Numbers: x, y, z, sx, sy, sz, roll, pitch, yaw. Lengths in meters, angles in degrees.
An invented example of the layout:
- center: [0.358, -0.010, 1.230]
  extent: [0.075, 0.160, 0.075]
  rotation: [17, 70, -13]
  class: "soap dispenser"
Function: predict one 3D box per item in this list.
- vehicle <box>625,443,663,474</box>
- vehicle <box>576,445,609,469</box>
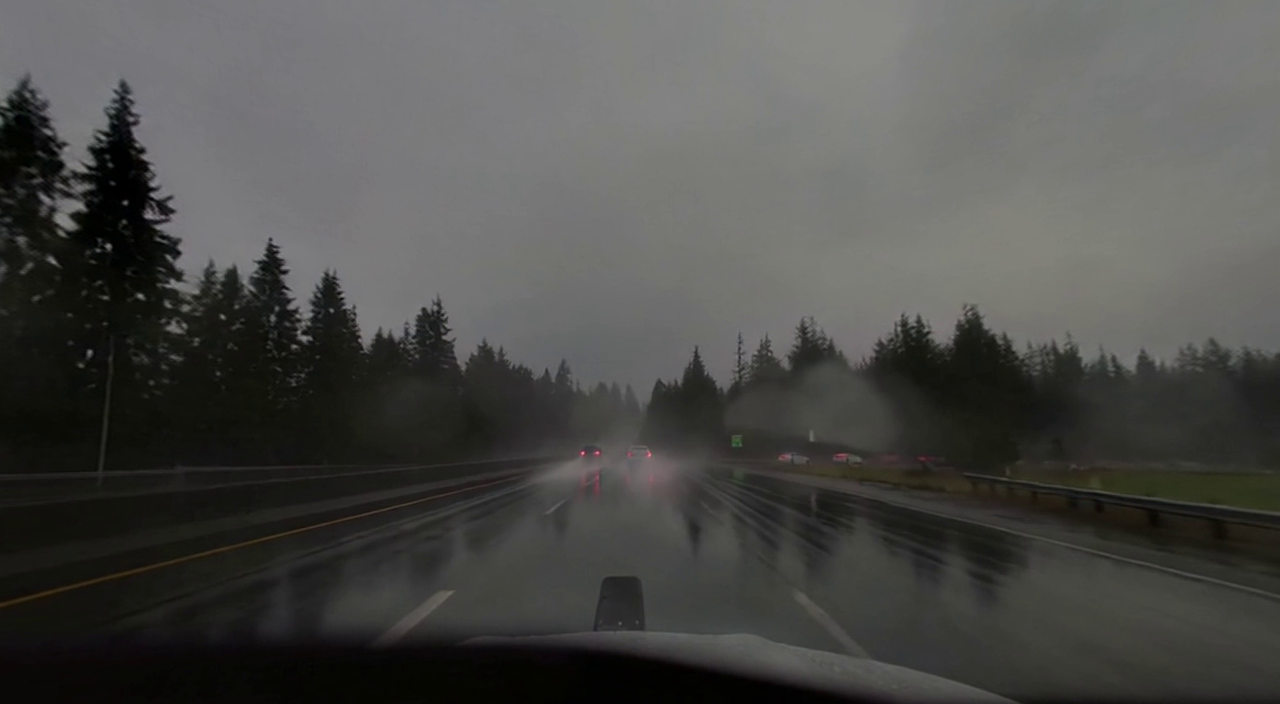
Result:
- center: [0.226, 6.141, 36.412]
  extent: [2.130, 1.684, 3.826]
  rotation: [0, -9, 0]
  class: "vehicle"
- center: [-3.576, 8.047, 48.421]
  extent: [2.130, 1.741, 4.665]
  rotation: [0, -9, 1]
  class: "vehicle"
